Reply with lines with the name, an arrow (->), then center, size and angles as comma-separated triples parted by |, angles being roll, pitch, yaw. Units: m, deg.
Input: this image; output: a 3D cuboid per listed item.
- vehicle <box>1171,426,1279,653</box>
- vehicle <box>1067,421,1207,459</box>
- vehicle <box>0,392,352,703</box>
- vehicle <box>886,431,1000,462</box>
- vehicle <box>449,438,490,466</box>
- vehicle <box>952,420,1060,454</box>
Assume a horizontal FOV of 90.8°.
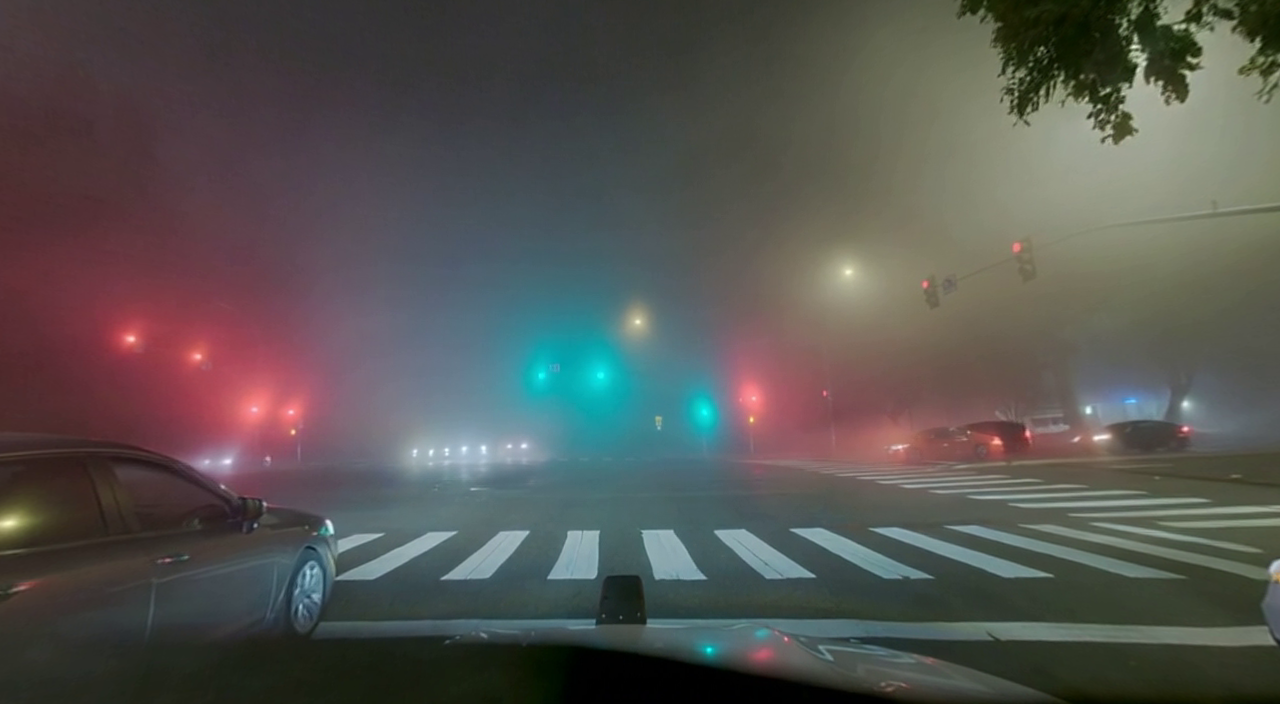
vehicle -> 4.962, 0.988, 2.561 | 1.949, 1.449, 4.530 | -1, -8, 5
vehicle -> 20.254, 3.608, 25.860 | 4.181, 1.483, 1.831 | 0, -8, -3
vehicle -> -3.070, 0.916, 2.300 | 1.919, 1.478, 4.720 | 0, -8, -1
vehicle -> 15.073, 4.726, 31.597 | 4.660, 1.495, 2.007 | 0, -8, -2
vehicle -> -12.809, 7.481, 47.594 | 2.051, 1.715, 4.346 | -2, -6, -2
vehicle -> 20.147, 4.711, 34.934 | 4.611, 1.797, 2.096 | 0, -8, -2
